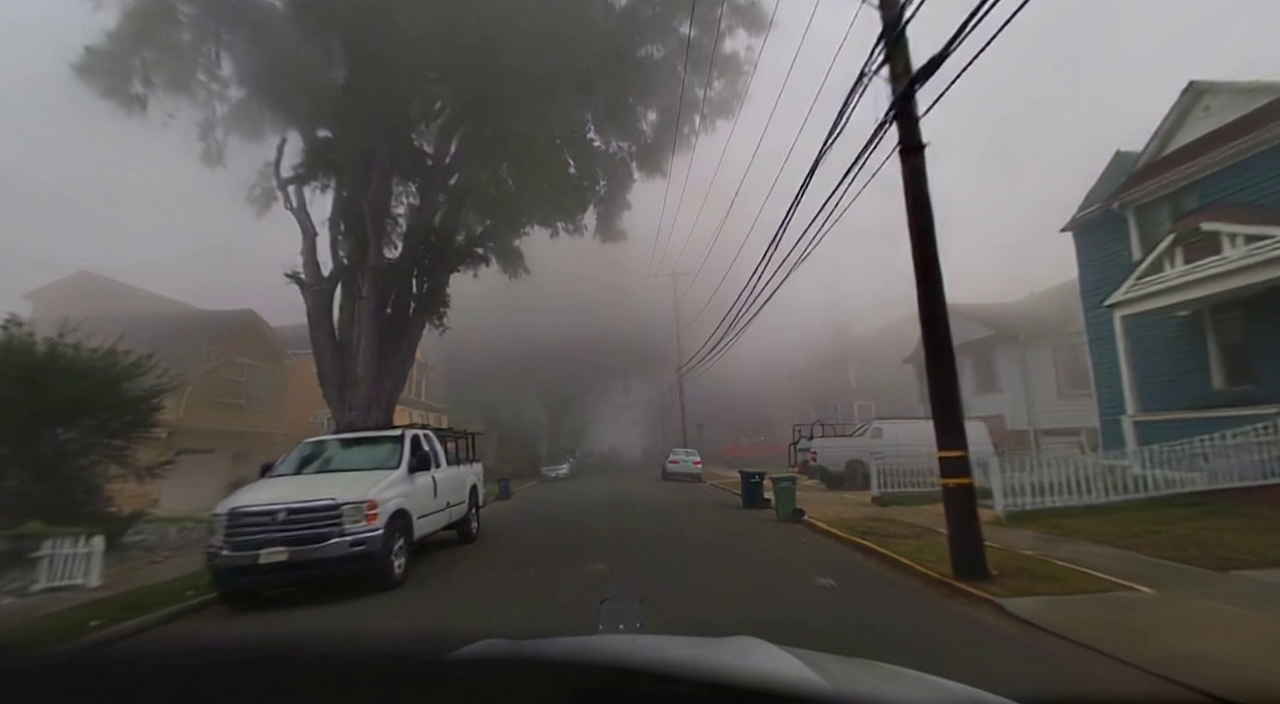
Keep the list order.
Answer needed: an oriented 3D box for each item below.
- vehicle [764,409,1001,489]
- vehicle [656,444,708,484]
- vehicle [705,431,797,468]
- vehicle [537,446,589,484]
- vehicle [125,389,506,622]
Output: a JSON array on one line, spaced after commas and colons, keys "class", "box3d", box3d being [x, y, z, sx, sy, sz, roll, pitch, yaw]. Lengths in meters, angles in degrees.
[{"class": "vehicle", "box3d": [6.773, 2.747, 18.206, 5.974, 2.066, 2.152, 1, -7, -1]}, {"class": "vehicle", "box3d": [1.889, 5.217, 29.852, 2.043, 1.631, 4.613, 0, -8, -1]}, {"class": "vehicle", "box3d": [6.887, 6.093, 39.554, 5.274, 2.170, 2.205, 1, -7, -3]}, {"class": "vehicle", "box3d": [-4.365, 6.429, 36.508, 2.204, 1.655, 4.813, -8, -8, -1]}, {"class": "vehicle", "box3d": [-3.742, 1.839, 8.926, 2.399, 2.085, 5.589, -3, -8, 0]}]
